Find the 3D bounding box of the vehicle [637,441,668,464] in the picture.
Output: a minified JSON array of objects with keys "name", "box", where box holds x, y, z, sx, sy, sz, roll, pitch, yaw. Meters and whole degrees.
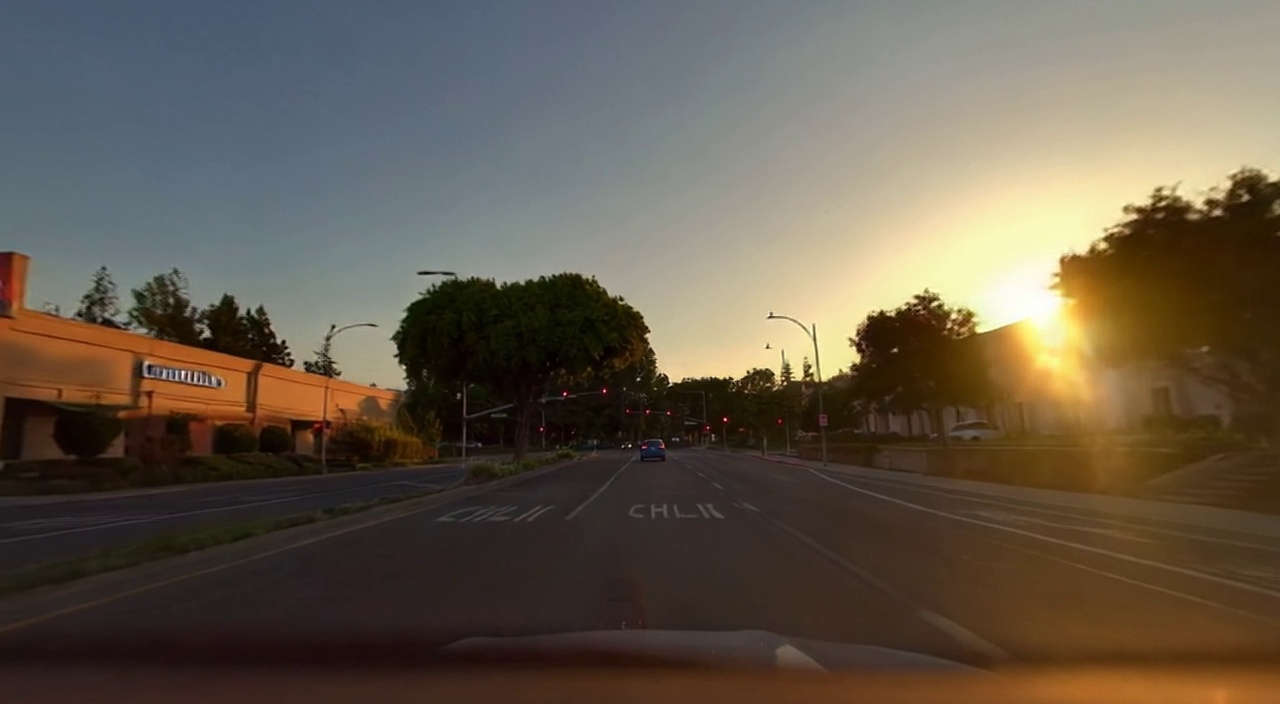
[{"name":"vehicle","box":[0.816,7.067,44.449,2.028,1.478,4.545,0,-8,0]}]
